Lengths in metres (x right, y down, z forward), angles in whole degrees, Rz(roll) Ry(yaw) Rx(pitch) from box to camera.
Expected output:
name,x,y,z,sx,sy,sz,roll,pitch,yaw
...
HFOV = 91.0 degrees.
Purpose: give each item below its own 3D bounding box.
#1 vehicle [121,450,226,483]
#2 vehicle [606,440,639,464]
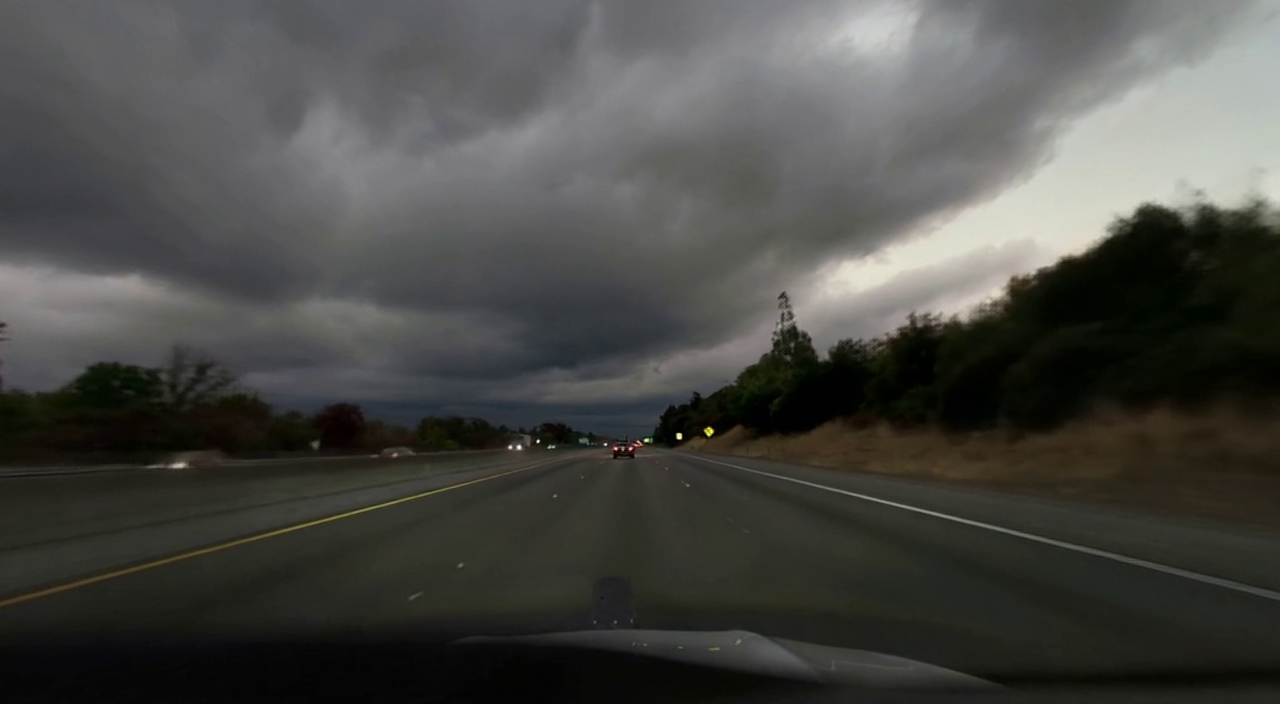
name,x,y,z,sx,sy,sz,roll,pitch,yaw
vehicle,-24.069,5.886,32.728,1.996,1.493,4.570,0,-8,-1
vehicle,-1.184,6.880,43.529,2.158,1.562,4.373,0,-8,-1
